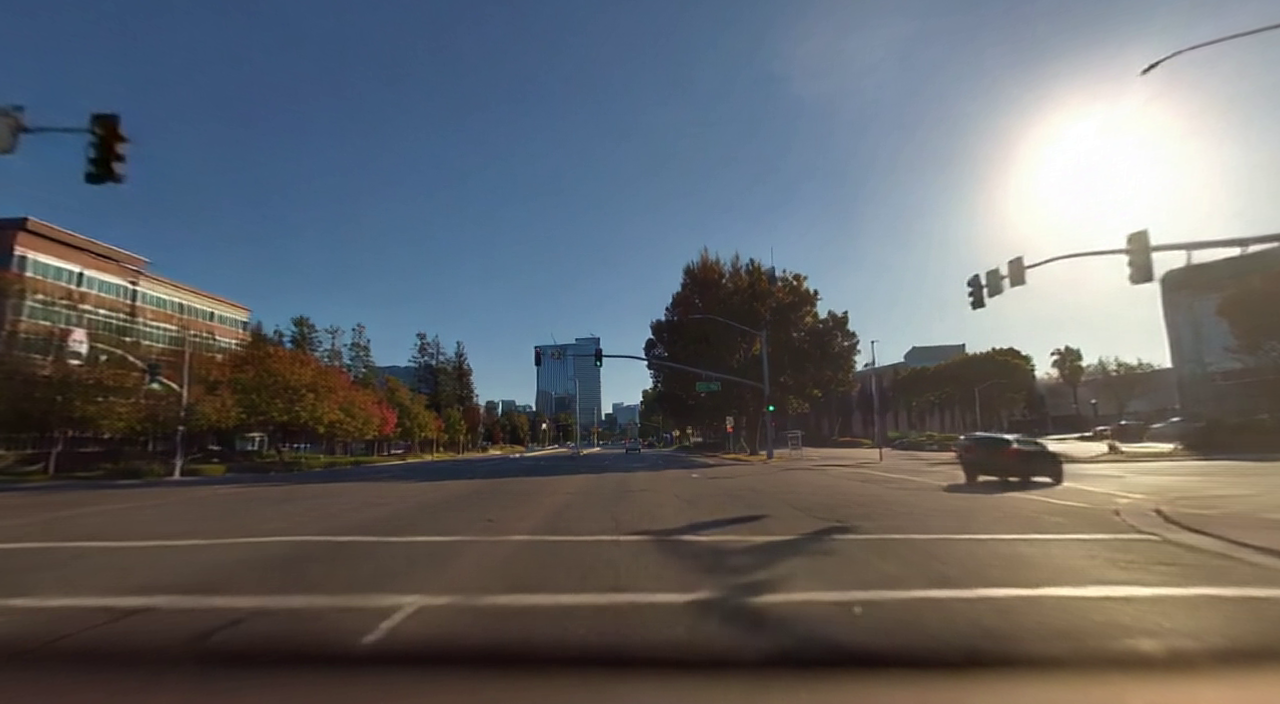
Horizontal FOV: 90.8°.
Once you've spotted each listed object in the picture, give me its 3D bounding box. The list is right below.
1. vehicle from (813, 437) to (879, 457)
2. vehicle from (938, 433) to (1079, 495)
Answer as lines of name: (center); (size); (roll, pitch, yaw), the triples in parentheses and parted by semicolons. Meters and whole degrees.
vehicle: (16.034, 7.412, 49.308); (4.483, 1.452, 1.924); (0, -8, -1)
vehicle: (10.610, 3.149, 18.036); (4.595, 1.503, 2.289); (10, -12, -44)
